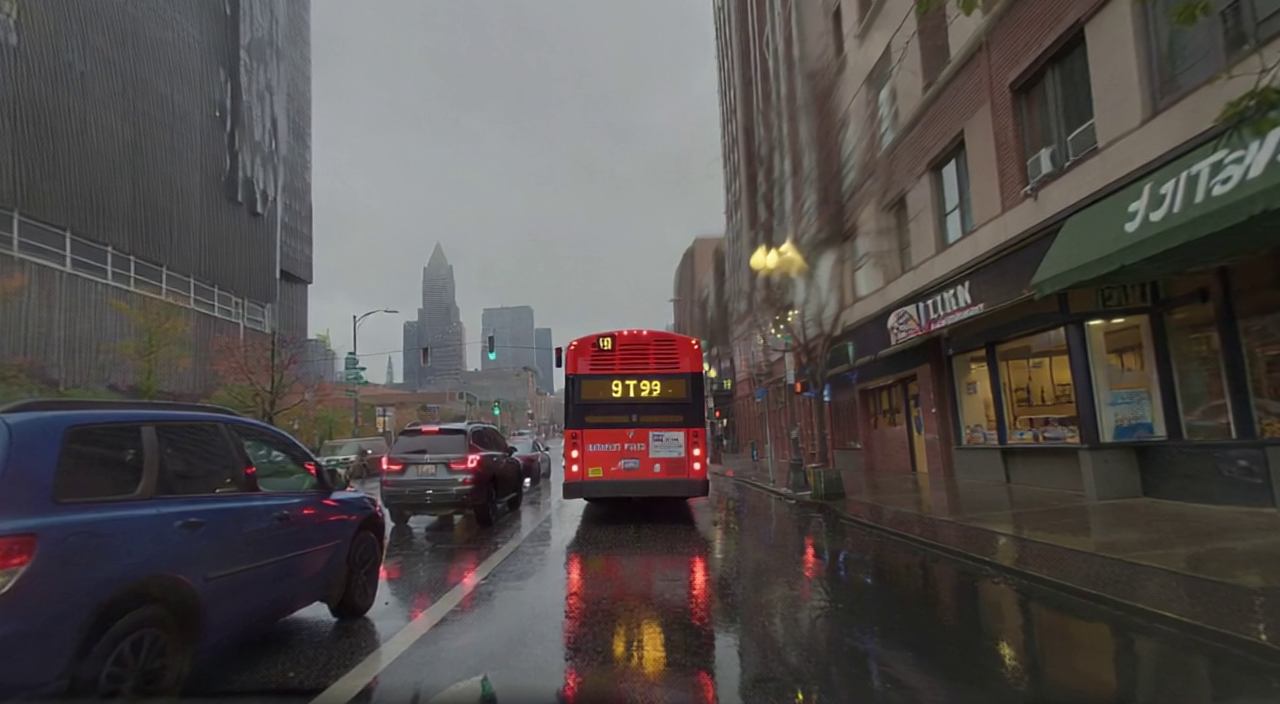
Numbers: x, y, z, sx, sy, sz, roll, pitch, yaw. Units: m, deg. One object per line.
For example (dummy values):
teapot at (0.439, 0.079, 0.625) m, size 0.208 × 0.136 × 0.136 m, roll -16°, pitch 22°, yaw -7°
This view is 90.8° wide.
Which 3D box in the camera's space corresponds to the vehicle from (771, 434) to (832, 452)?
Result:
vehicle at (11.899, 6.738, 46.666) m, size 3.949 × 1.337 × 1.738 m, roll 0°, pitch -9°, yaw -2°

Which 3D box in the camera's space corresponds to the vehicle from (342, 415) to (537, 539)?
vehicle at (-3.355, 2.204, 11.770) m, size 2.096 × 1.828 × 4.669 m, roll 0°, pitch -8°, yaw 0°

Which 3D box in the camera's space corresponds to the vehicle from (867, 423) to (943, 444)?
vehicle at (19.784, 6.113, 47.215) m, size 4.827 × 1.555 × 1.863 m, roll 1°, pitch -9°, yaw -6°

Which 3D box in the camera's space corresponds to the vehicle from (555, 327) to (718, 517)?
vehicle at (-0.316, 1.991, 16.571) m, size 2.938 × 3.468 × 9.972 m, roll 0°, pitch -9°, yaw -3°

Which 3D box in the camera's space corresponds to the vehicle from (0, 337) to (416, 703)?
vehicle at (-3.225, 1.090, 3.968) m, size 2.020 × 1.725 × 4.384 m, roll 0°, pitch -8°, yaw 0°
